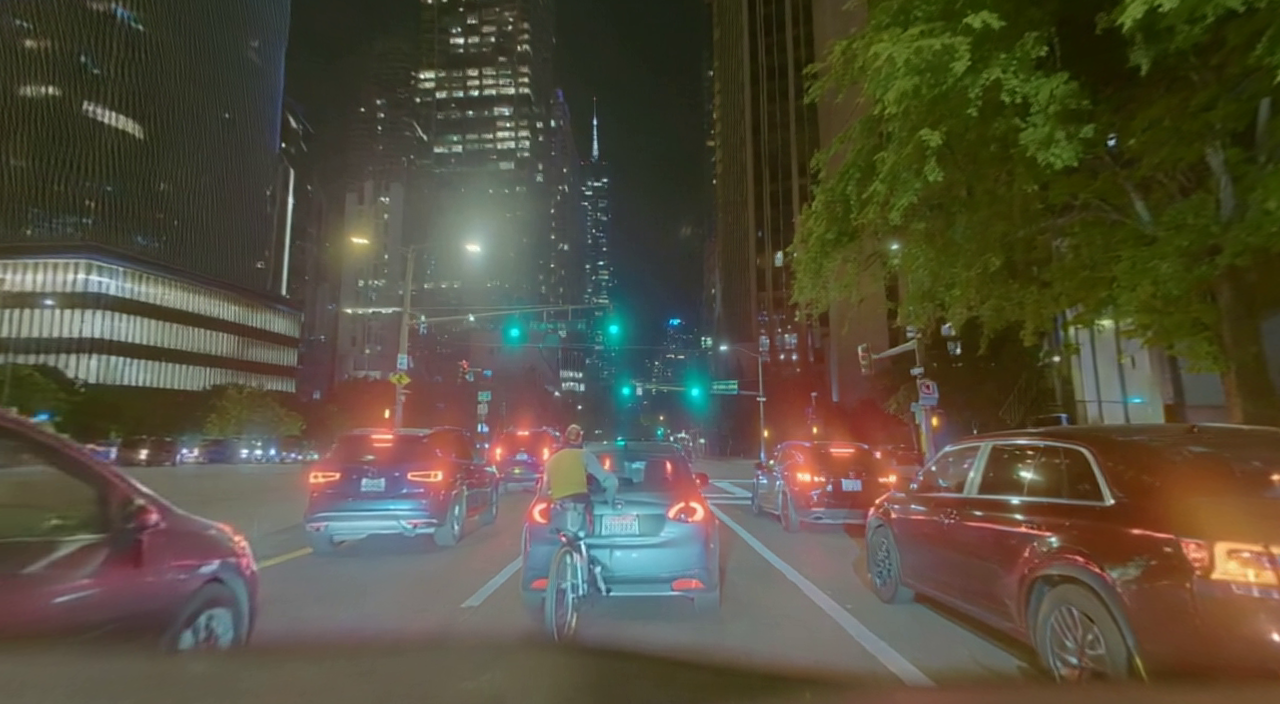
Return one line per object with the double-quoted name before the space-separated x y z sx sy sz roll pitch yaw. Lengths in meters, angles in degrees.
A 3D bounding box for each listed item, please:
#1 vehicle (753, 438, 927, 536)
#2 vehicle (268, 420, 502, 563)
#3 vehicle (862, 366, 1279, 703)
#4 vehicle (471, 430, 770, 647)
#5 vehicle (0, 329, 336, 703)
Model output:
"vehicle" 3.579 2.477 12.330 1.973 1.537 4.533 0 -8 1
"vehicle" -3.622 2.041 10.039 2.046 1.744 4.407 0 -8 -3
"vehicle" 3.342 1.160 4.182 2.179 1.631 4.173 0 -8 0
"vehicle" -0.142 1.552 6.253 2.031 1.461 3.763 0 -8 0
"vehicle" -3.120 0.776 1.848 2.181 1.723 4.550 0 -8 0
